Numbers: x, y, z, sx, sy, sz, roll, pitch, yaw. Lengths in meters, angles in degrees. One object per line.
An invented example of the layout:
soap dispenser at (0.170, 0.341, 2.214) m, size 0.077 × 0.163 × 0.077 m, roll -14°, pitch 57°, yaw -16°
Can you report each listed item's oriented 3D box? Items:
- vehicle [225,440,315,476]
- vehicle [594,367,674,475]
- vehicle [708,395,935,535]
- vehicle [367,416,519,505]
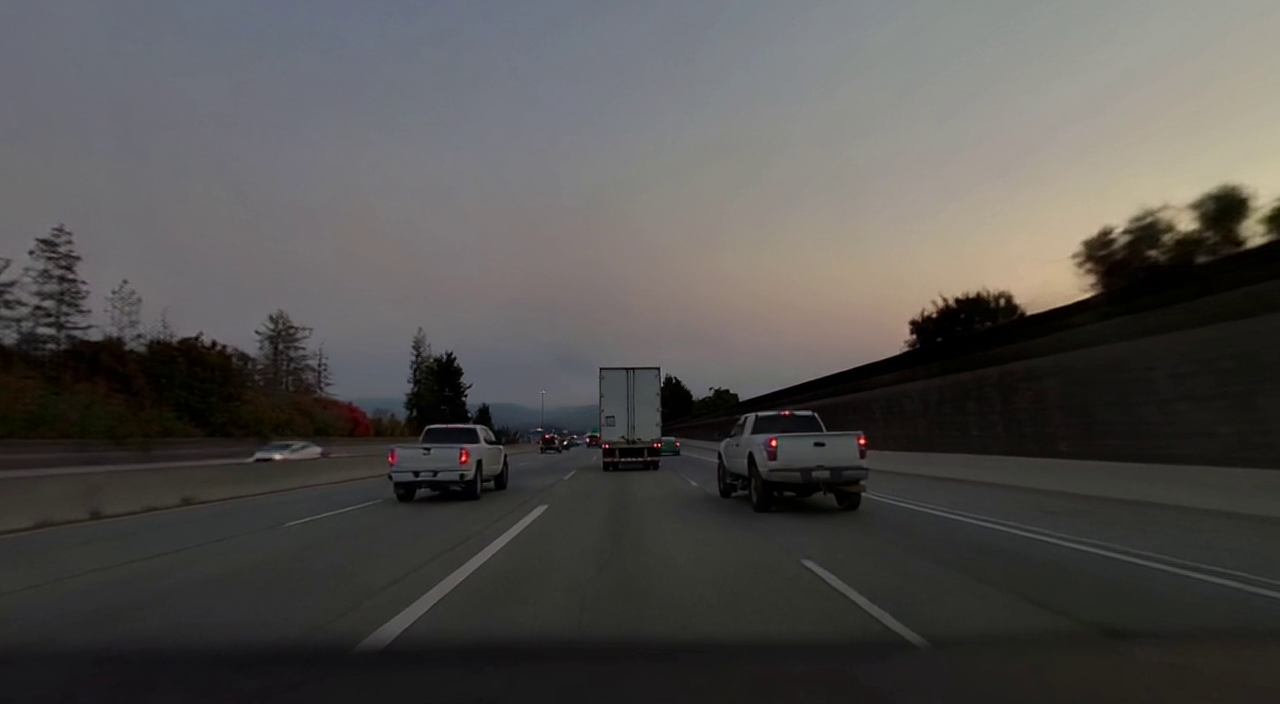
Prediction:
vehicle at (-19.966, 5.690, 34.251) m, size 1.941 × 1.795 × 5.025 m, roll 0°, pitch -8°, yaw -1°
vehicle at (-0.551, 3.209, 28.083) m, size 2.904 × 3.915 × 10.473 m, roll 0°, pitch -8°, yaw -4°
vehicle at (2.678, 1.819, 10.813) m, size 2.118 × 1.832 × 4.901 m, roll 0°, pitch -8°, yaw -4°
vehicle at (-4.328, 2.452, 14.684) m, size 2.134 × 1.752 × 4.375 m, roll 0°, pitch -8°, yaw 0°
